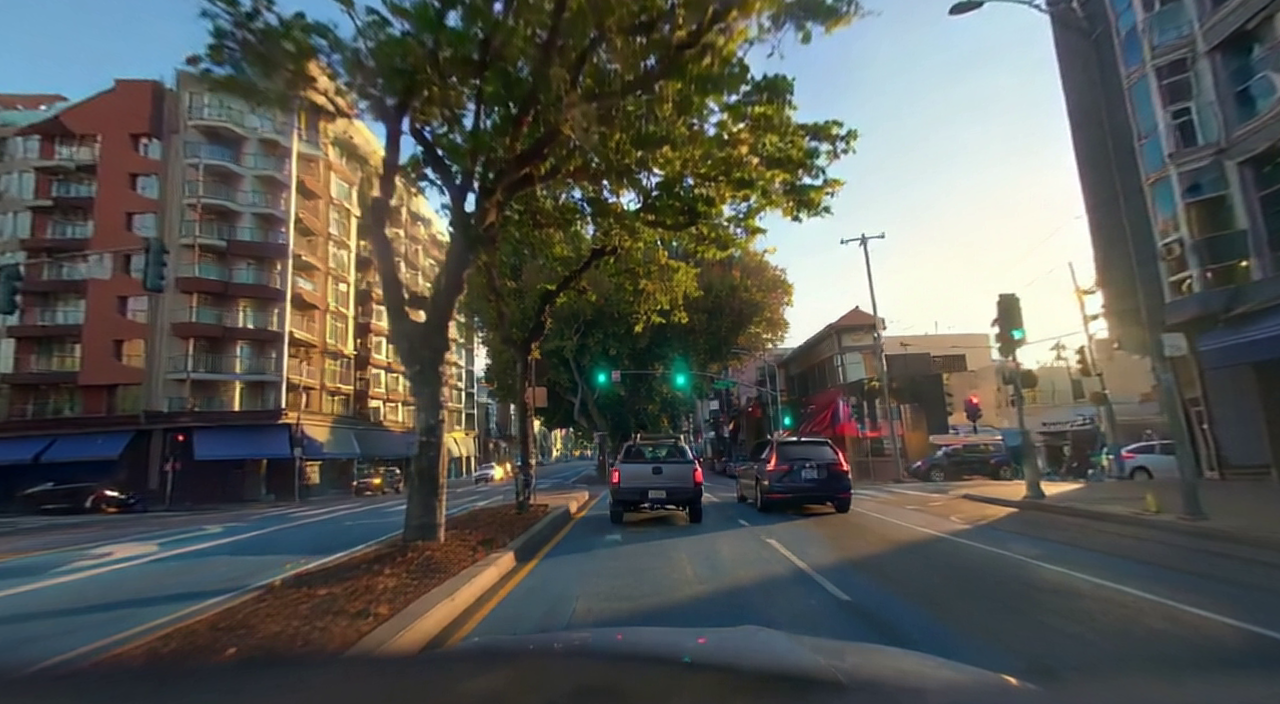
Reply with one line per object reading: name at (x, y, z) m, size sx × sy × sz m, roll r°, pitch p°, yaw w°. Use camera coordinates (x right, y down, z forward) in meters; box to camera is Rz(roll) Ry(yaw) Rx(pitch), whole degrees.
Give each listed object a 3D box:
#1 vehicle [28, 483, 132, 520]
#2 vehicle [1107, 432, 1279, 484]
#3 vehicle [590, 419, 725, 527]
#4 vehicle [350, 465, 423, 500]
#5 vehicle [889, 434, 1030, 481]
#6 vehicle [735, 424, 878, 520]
vehicle at (-27.610, 7.366, 31.189) m, size 3.416 × 1.466 × 1.840 m, roll -3°, pitch -6°, yaw 0°
vehicle at (18.924, 3.604, 21.555) m, size 4.248 × 1.642 × 1.961 m, roll 0°, pitch -9°, yaw 0°
vehicle at (0.301, 2.322, 12.522) m, size 2.209 × 1.748 × 4.130 m, roll 0°, pitch -9°, yaw 0°
vehicle at (-13.419, 6.914, 33.697) m, size 2.035 × 1.619 × 4.327 m, roll 0°, pitch -9°, yaw 1°
vehicle at (14.279, 4.748, 28.502) m, size 5.156 × 2.005 × 2.122 m, roll -1°, pitch -9°, yaw 6°
vehicle at (3.377, 2.527, 13.678) m, size 1.939 × 1.746 × 4.091 m, roll 0°, pitch -9°, yaw 0°
